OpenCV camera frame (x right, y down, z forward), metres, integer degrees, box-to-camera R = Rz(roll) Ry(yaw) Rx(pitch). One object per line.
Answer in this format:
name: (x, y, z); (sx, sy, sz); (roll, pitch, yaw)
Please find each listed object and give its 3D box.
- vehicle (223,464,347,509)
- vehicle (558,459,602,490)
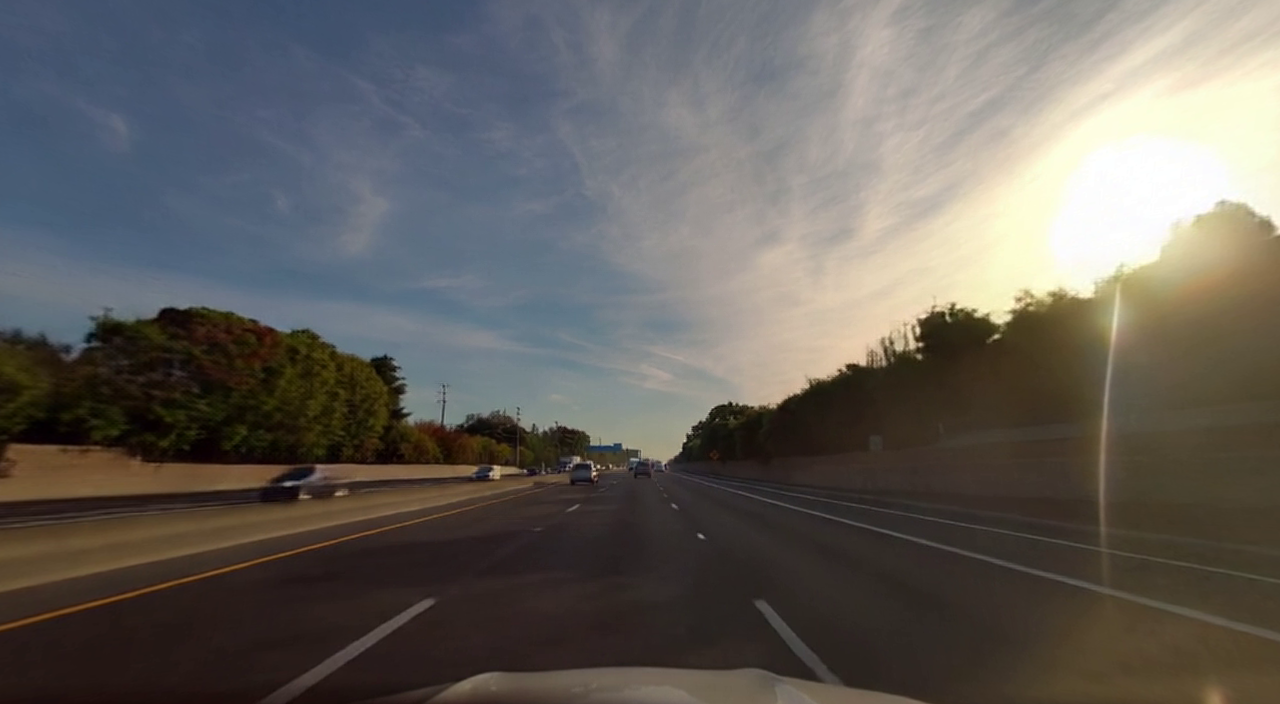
vehicle: (-12.880, 4.906, 23.215); (1.929, 1.432, 4.378); (1, -11, 1)
vehicle: (-3.687, 7.684, 39.618); (2.233, 1.791, 4.981); (1, -11, 1)
